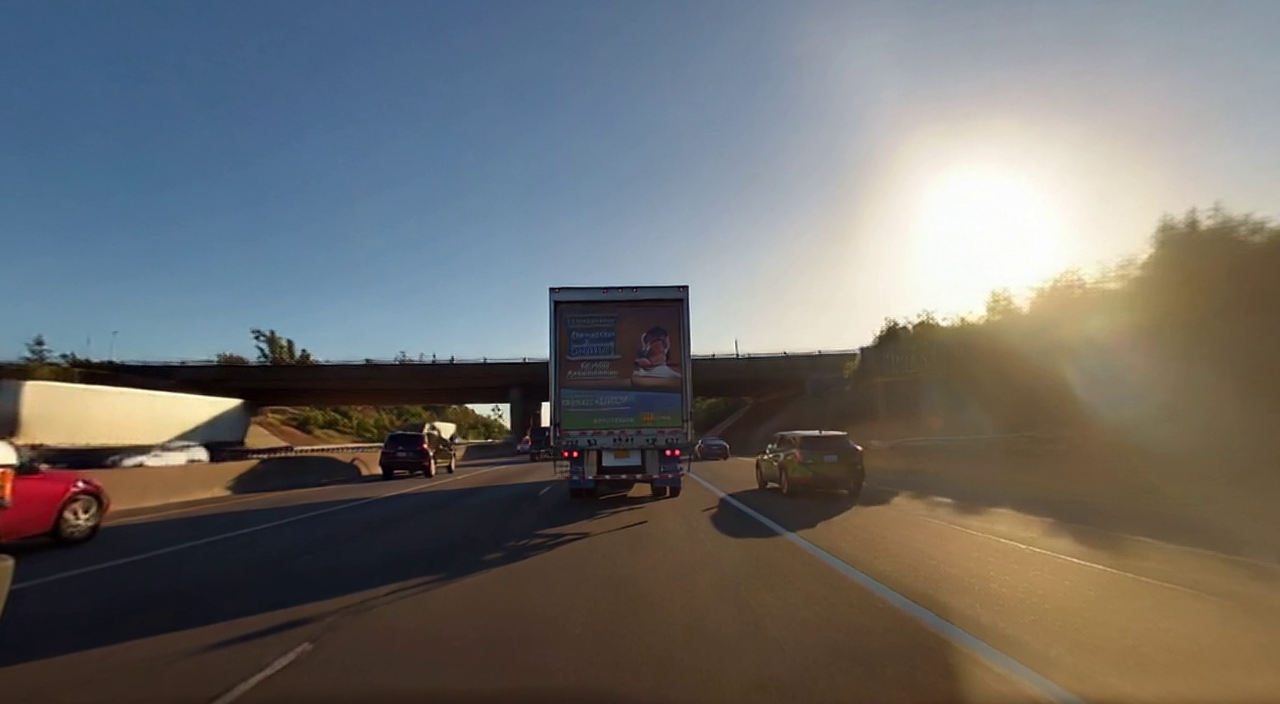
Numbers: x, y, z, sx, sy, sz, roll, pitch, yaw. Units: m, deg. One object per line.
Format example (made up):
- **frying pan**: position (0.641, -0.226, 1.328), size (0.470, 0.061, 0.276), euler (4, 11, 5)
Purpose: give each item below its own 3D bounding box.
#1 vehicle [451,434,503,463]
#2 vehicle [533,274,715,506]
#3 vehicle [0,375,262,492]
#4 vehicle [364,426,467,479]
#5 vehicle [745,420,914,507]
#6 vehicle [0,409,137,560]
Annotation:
- **vehicle**: position (-8.704, 5.170, 33.924), size (1.845, 1.488, 3.656), euler (0, -8, 0)
- **vehicle**: position (-0.429, 1.240, 15.222), size (2.911, 3.787, 9.905), euler (0, -8, -2)
- **vehicle**: position (-23.648, 3.723, 28.412), size (2.978, 4.017, 16.640), euler (0, -8, -1)
- **vehicle**: position (-7.923, 3.564, 22.734), size (2.057, 1.698, 4.550), euler (0, -8, 0)
- **vehicle**: position (3.738, 2.289, 13.452), size (2.003, 1.519, 4.580), euler (0, -8, -3)
- **vehicle**: position (-8.087, 1.417, 6.563), size (2.048, 1.652, 4.421), euler (0, -8, -1)
